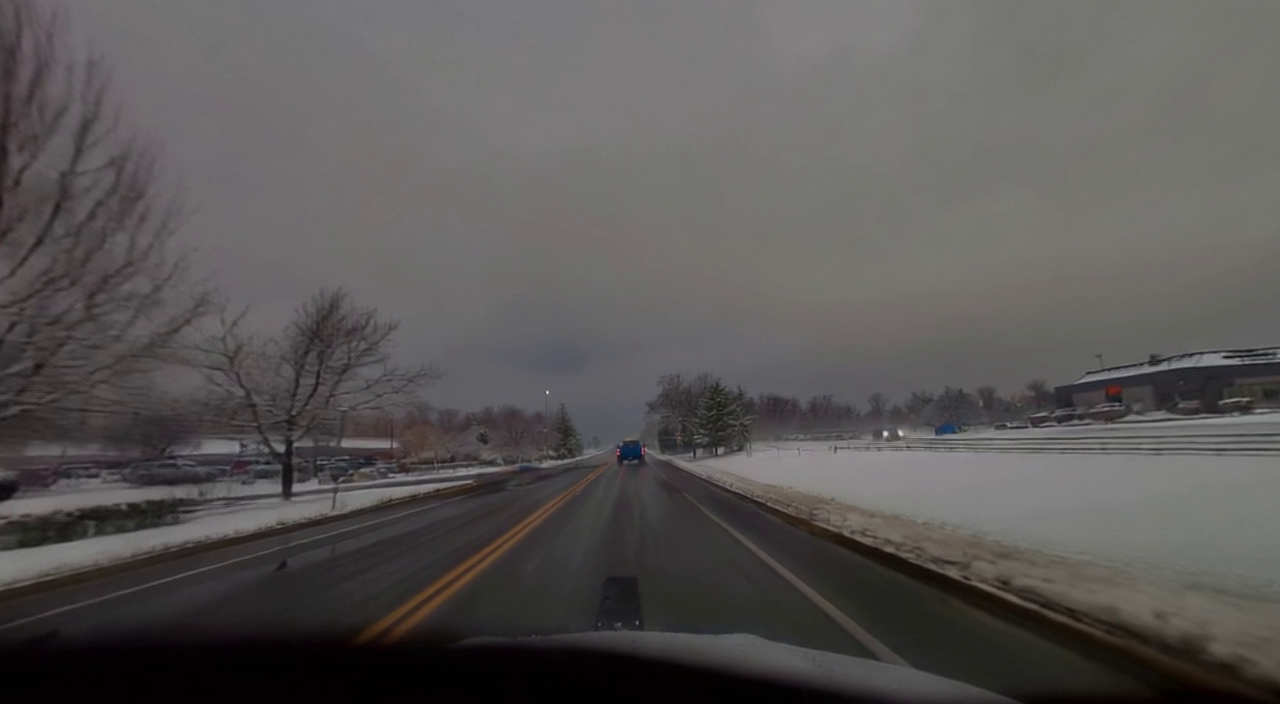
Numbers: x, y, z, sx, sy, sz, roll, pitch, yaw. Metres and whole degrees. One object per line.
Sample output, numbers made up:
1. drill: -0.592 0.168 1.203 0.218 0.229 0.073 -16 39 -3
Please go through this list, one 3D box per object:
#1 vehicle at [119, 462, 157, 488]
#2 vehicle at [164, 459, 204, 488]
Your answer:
1. vehicle: -37.900 9.249 47.640 2.047 1.746 4.461 7 -11 -39
2. vehicle: -34.668 9.196 47.955 2.050 1.938 4.789 7 -11 -38
